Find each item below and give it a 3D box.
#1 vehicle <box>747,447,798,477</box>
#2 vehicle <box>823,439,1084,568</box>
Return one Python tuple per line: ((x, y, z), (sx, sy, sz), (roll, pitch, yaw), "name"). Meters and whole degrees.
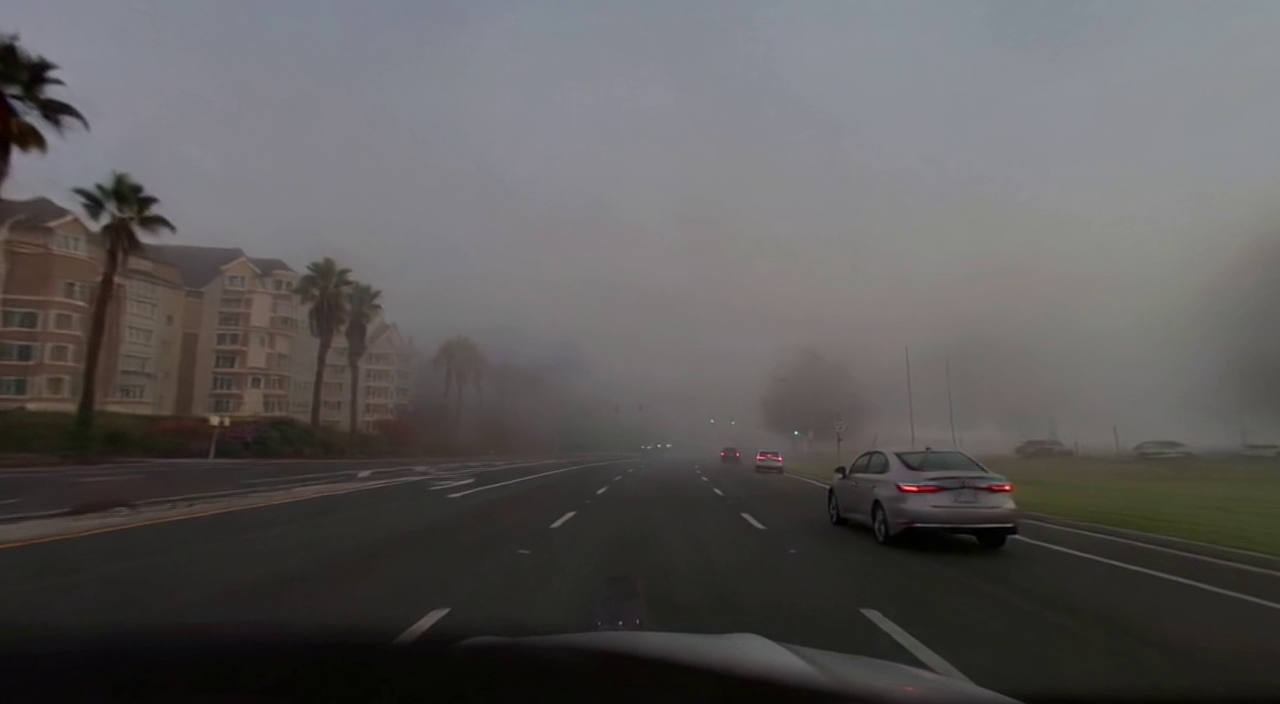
((7.159, 5.977, 34.632), (2.144, 1.473, 4.638), (-1, -9, 5), "vehicle")
((4.234, 2.067, 9.377), (1.993, 1.483, 3.821), (0, -9, 2), "vehicle")
